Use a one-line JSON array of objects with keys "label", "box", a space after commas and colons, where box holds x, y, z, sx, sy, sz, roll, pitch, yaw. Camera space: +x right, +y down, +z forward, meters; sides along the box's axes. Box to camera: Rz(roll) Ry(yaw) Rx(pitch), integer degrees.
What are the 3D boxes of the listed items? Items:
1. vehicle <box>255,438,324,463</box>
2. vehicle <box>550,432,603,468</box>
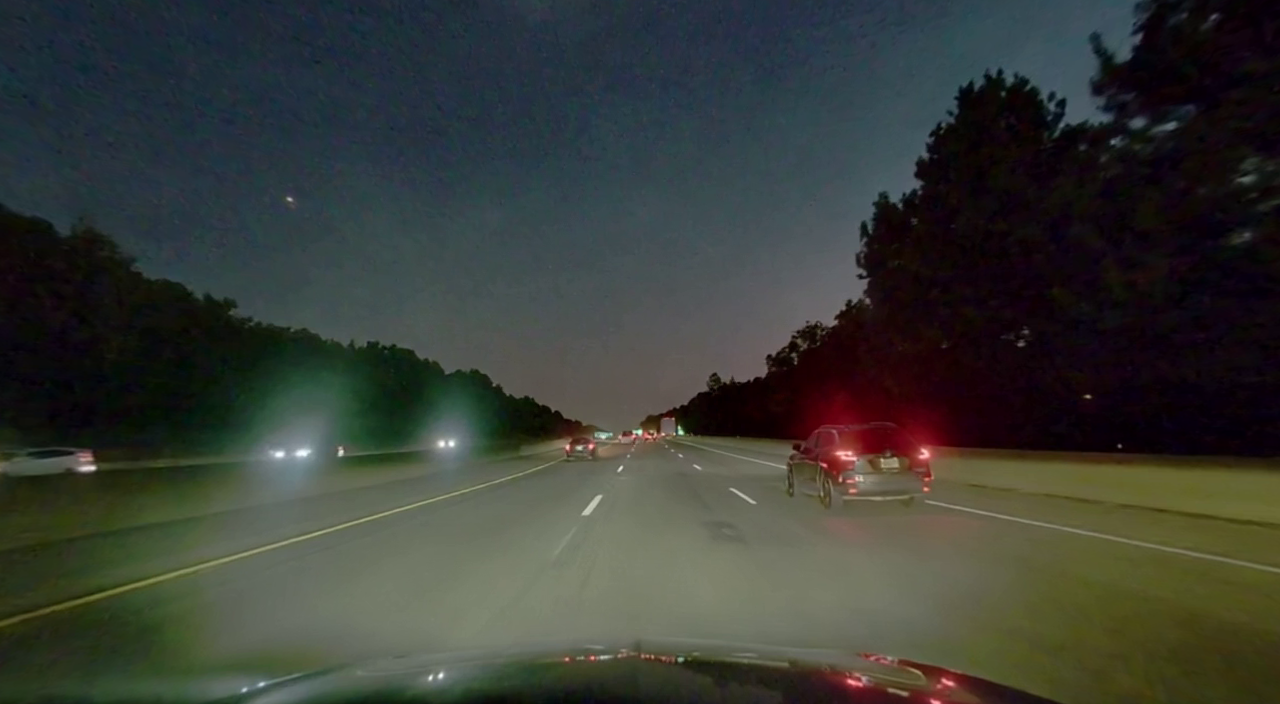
[{"label": "vehicle", "box": [-24.598, 6.936, 44.500, 2.062, 1.675, 4.723, -1, -9, 1]}, {"label": "vehicle", "box": [-2.922, 4.624, 29.780, 2.025, 1.571, 3.662, 0, -9, 1]}]
